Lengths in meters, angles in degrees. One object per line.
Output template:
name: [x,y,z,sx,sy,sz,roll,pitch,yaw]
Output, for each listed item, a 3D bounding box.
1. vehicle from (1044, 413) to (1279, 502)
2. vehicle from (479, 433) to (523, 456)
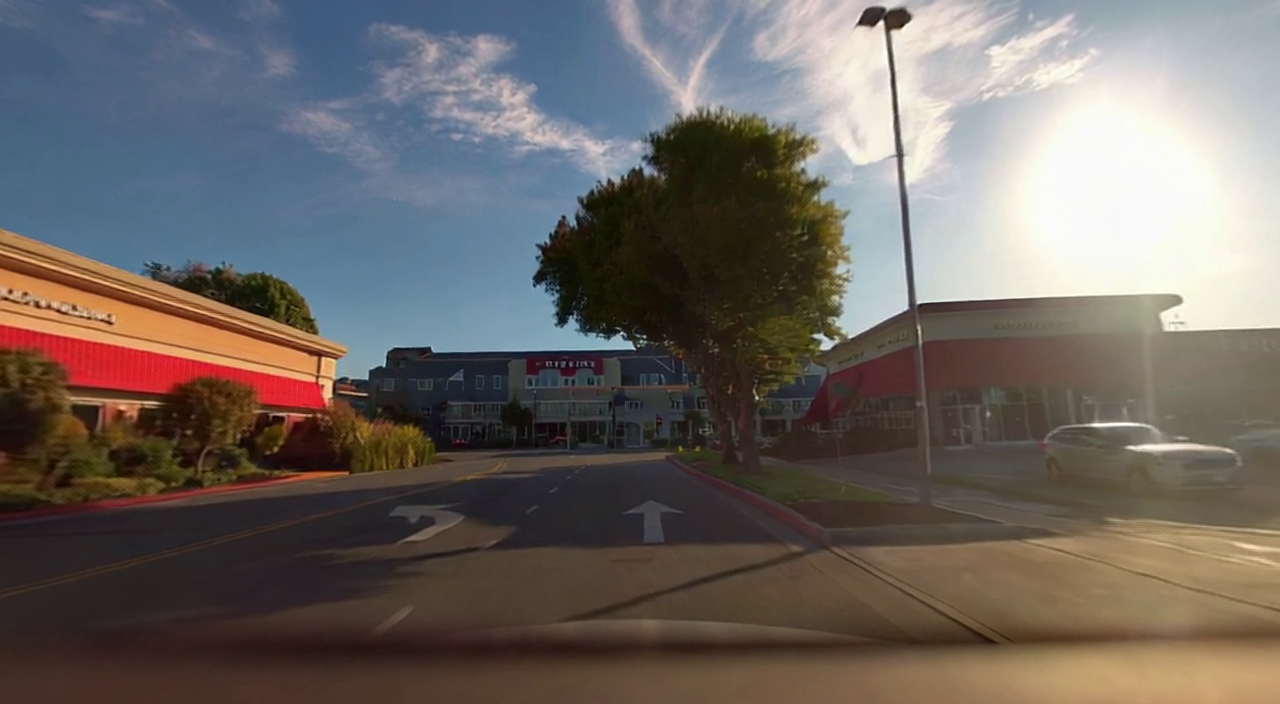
vehicle: [10.242,2.070,12.702,1.769,1.516,3.520,0,-8,-1]
vehicle: [-9.275,6.187,42.271,1.919,1.484,3.879,-1,-8,3]
